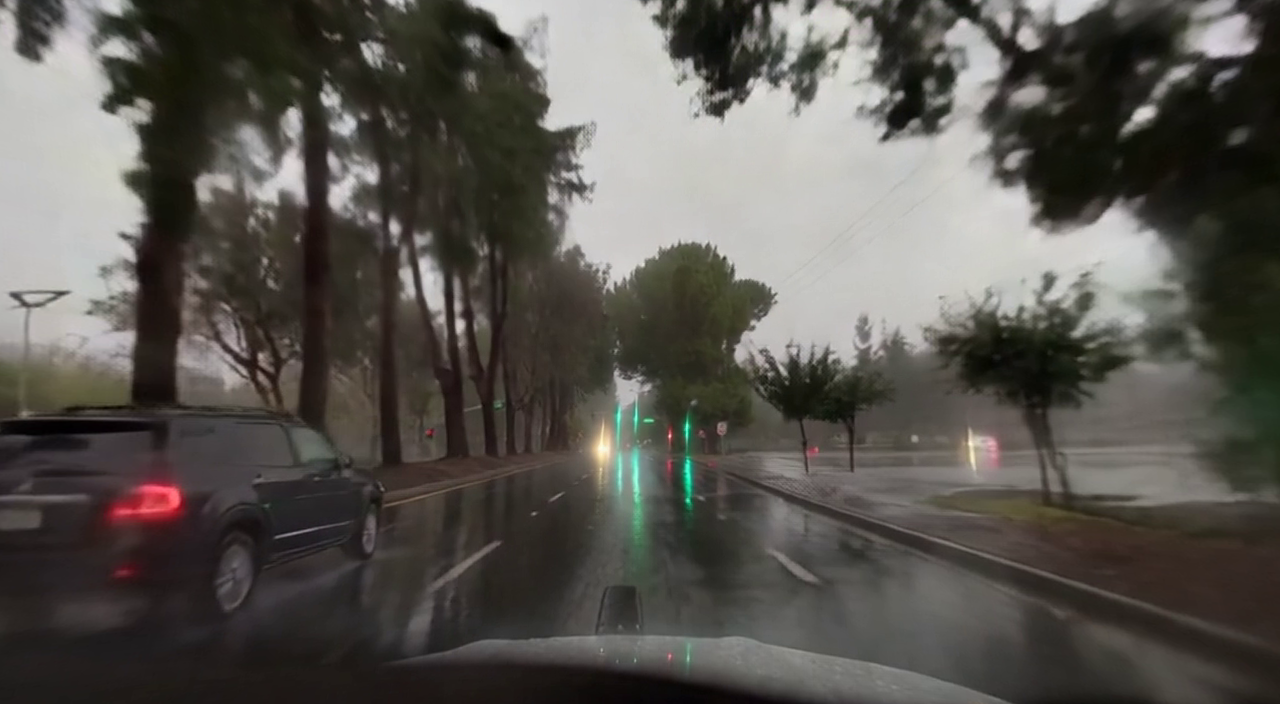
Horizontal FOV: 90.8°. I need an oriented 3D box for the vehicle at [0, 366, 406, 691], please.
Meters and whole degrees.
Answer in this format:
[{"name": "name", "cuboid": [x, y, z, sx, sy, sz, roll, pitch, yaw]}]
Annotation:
[{"name": "vehicle", "cuboid": [-3.770, 1.242, 5.469, 2.018, 1.769, 3.897, 0, -8, -1]}]
